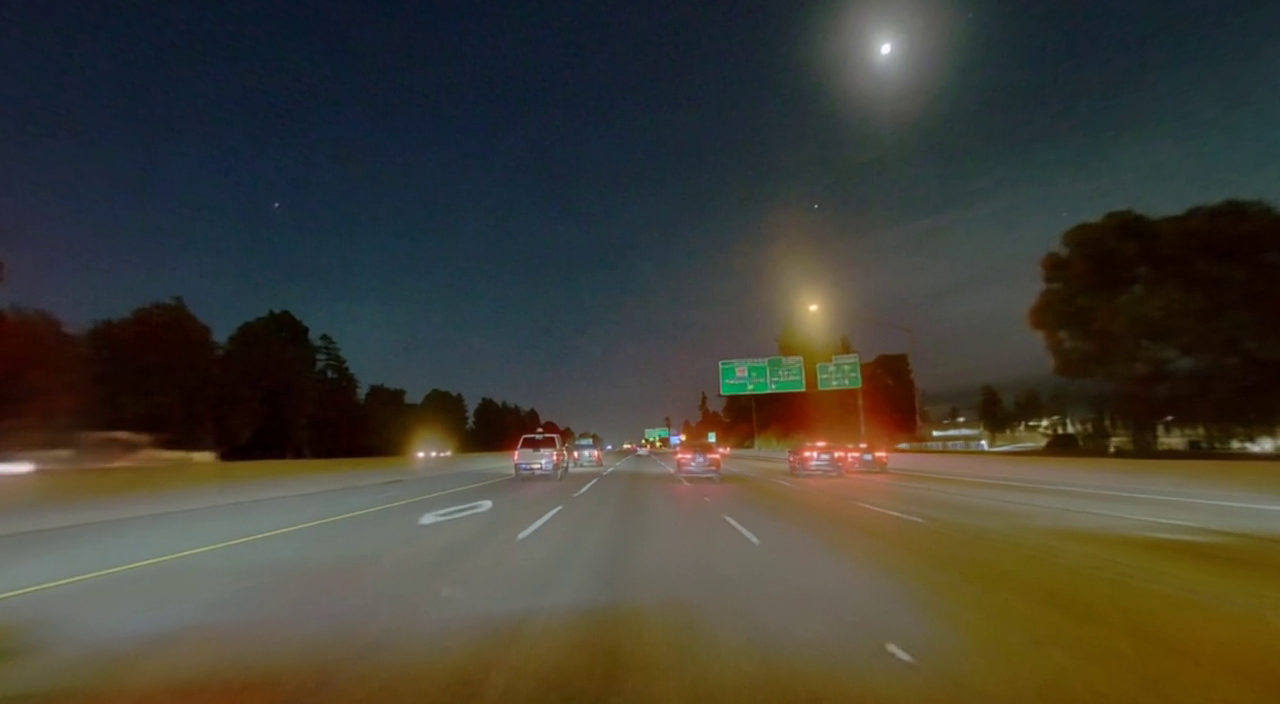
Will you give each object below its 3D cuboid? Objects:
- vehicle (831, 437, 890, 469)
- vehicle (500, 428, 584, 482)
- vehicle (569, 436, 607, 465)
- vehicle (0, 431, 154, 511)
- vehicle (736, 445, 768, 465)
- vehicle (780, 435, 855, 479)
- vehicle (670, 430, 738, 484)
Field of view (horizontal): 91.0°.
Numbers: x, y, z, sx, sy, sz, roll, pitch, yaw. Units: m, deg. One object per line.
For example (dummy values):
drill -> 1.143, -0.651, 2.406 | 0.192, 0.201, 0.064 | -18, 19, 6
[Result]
vehicle -> 13.133, 6.066, 37.806 | 2.010, 1.765, 4.375 | 0, -9, 2
vehicle -> -3.512, 3.826, 23.515 | 2.199, 1.777, 4.790 | 0, -9, 2
vehicle -> -3.892, 7.524, 48.360 | 2.317, 2.049, 5.746 | 0, -9, 1
vehicle -> -13.785, 2.610, 14.139 | 1.960, 1.588, 4.540 | 0, -9, 2
vehicle -> 8.429, 7.779, 47.739 | 1.815, 1.479, 3.892 | 0, -9, 1
vehicle -> 7.467, 4.443, 26.916 | 2.022, 1.682, 4.226 | 0, -9, 1
vehicle -> 2.162, 3.714, 22.524 | 2.181, 1.728, 3.970 | 0, -9, 2
